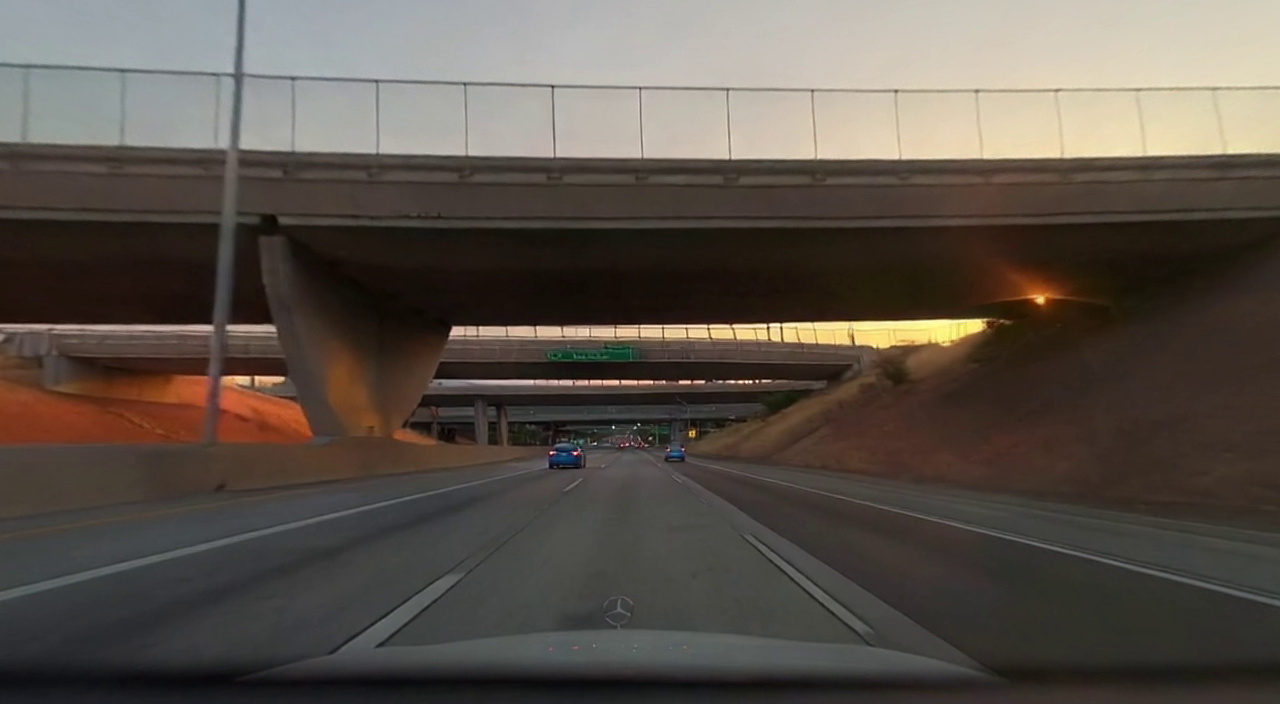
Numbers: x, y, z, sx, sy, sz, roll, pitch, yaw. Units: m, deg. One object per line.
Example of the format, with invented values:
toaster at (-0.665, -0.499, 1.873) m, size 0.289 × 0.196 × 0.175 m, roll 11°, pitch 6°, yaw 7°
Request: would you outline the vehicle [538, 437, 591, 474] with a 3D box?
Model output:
vehicle at (-3.972, 5.536, 34.007) m, size 2.205 × 1.773 × 5.124 m, roll 0°, pitch -9°, yaw 0°
